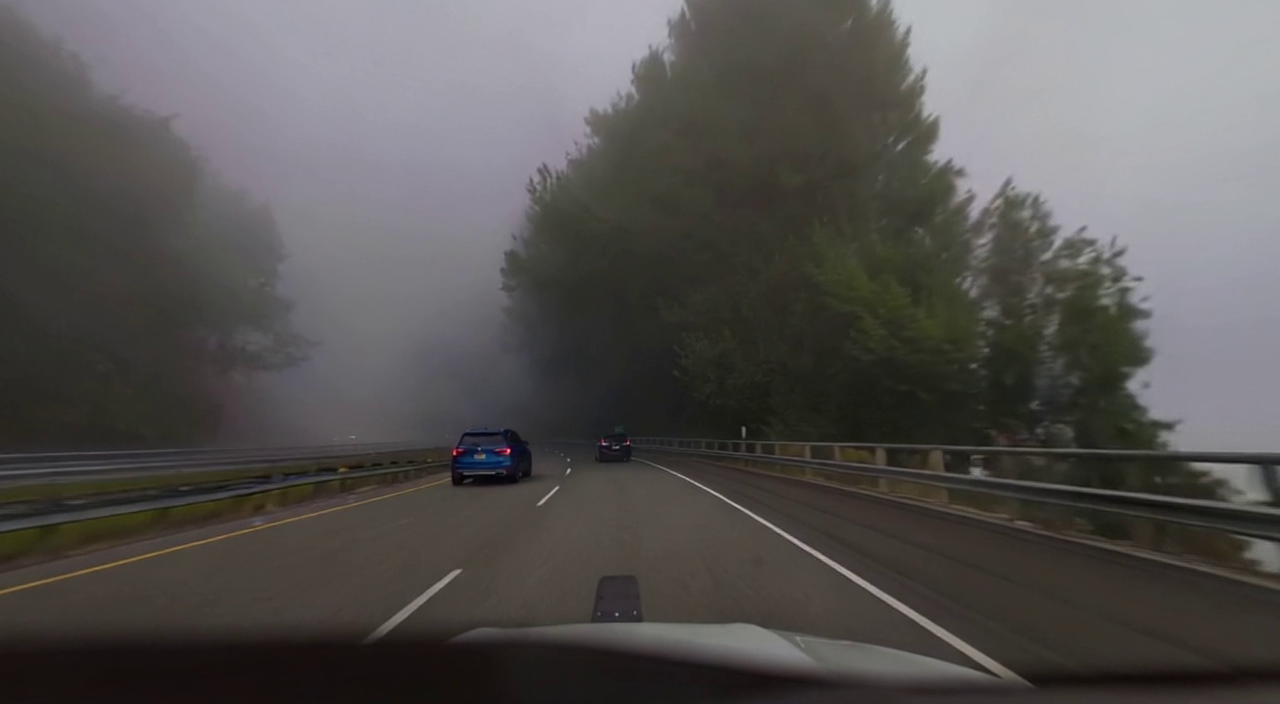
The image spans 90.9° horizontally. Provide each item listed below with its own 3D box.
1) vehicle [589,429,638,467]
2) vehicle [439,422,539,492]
[{"bbox_3d":[-1.463,5.023,33.319,2.452,1.857,4.022,1,-8,-5],"label":"vehicle"},{"bbox_3d":[-4.423,3.140,19.325,2.053,1.847,4.760,0,-8,-2],"label":"vehicle"}]
